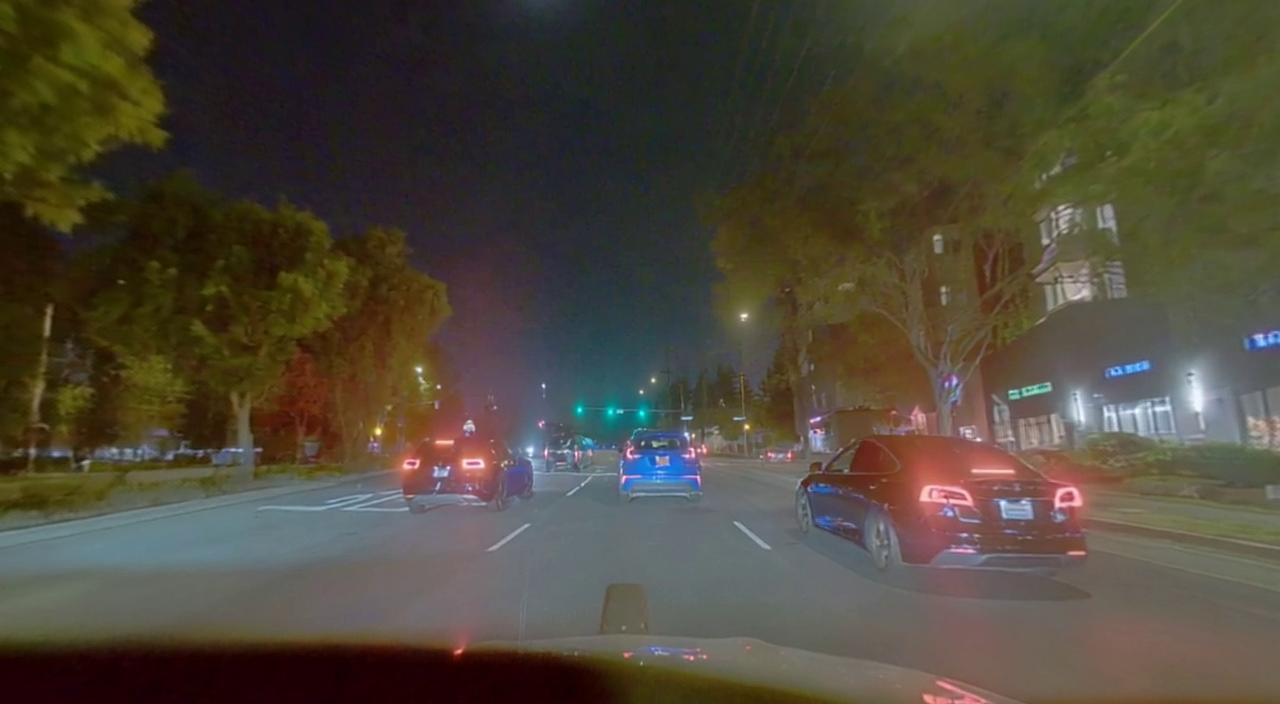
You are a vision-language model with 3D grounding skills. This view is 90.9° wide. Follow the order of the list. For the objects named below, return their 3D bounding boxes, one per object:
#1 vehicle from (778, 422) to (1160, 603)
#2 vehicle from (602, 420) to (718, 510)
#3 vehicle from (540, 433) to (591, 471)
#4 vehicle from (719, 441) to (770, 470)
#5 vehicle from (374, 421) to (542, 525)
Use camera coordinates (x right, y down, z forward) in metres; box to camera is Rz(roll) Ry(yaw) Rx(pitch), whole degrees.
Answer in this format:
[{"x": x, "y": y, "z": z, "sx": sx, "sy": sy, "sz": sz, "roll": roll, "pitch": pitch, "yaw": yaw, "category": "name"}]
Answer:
[{"x": 3.264, "y": 1.683, "z": 7.620, "sx": 2.017, "sy": 1.491, "sz": 4.611, "roll": 0, "pitch": -8, "yaw": -2, "category": "vehicle"}, {"x": 0.301, "y": 2.536, "z": 14.597, "sx": 2.280, "sy": 1.747, "sz": 4.361, "roll": 0, "pitch": -8, "yaw": -2, "category": "vehicle"}, {"x": -3.589, "y": 4.897, "z": 31.028, "sx": 2.014, "sy": 1.755, "sz": 4.360, "roll": 0, "pitch": -8, "yaw": 0, "category": "vehicle"}, {"x": 5.781, "y": 5.787, "z": 35.426, "sx": 2.010, "sy": 1.486, "sz": 4.498, "roll": 0, "pitch": -8, "yaw": -1, "category": "vehicle"}, {"x": -3.371, "y": 2.348, "z": 12.797, "sx": 2.043, "sy": 1.687, "sz": 4.676, "roll": 0, "pitch": -8, "yaw": -1, "category": "vehicle"}]
